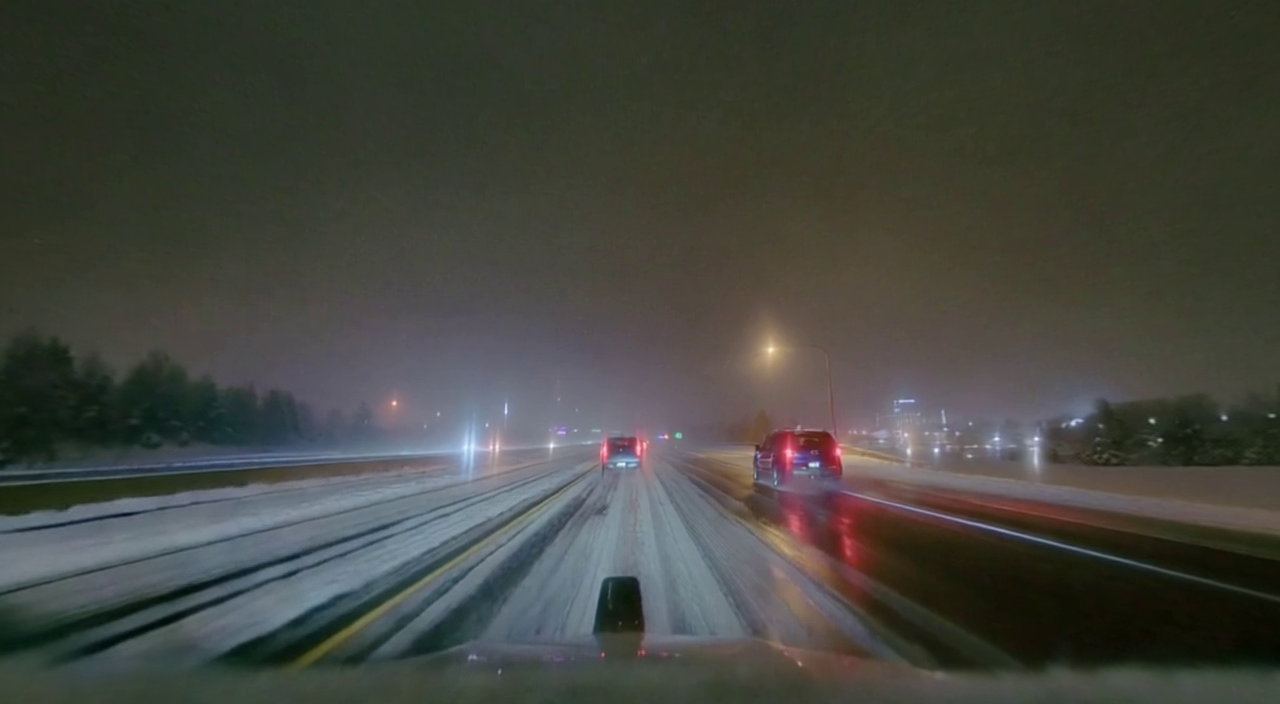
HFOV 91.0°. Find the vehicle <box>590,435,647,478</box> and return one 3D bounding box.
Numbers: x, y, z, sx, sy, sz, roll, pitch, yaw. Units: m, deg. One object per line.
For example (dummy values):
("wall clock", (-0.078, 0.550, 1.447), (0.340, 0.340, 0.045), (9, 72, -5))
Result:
("vehicle", (-0.803, 4.229, 25.655), (2.147, 1.576, 3.964), (0, -8, 0))
